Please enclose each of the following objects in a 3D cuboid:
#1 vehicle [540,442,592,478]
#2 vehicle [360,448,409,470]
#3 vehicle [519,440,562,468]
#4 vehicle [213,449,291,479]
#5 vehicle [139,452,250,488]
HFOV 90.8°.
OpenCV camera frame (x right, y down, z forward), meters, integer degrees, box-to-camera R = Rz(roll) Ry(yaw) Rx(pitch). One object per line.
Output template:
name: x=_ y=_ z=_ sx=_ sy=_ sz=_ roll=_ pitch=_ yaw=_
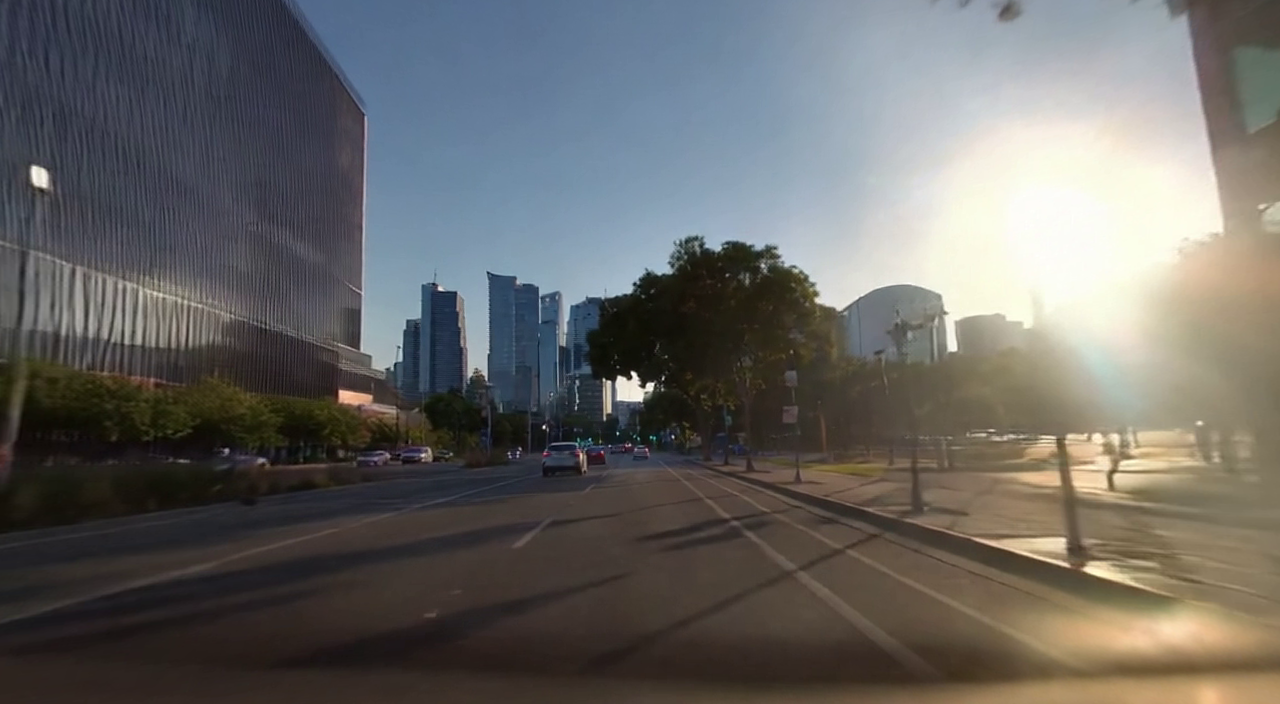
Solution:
vehicle: x=-3.355 y=4.986 z=29.410 sx=1.983 sy=1.545 sz=3.773 roll=0 pitch=-8 yaw=0
vehicle: x=-20.134 y=8.445 z=49.999 sx=1.918 sy=1.601 sz=4.610 roll=0 pitch=-8 yaw=0
vehicle: x=-6.887 y=7.127 z=44.245 sx=2.224 sy=1.821 sz=4.711 roll=0 pitch=-8 yaw=1
vehicle: x=-23.680 y=6.832 z=38.763 sx=1.855 sy=1.692 sz=4.621 roll=0 pitch=-8 yaw=0
vehicle: x=-20.194 y=5.341 z=28.912 sx=1.856 sy=1.471 sz=4.445 roll=0 pitch=-8 yaw=0
